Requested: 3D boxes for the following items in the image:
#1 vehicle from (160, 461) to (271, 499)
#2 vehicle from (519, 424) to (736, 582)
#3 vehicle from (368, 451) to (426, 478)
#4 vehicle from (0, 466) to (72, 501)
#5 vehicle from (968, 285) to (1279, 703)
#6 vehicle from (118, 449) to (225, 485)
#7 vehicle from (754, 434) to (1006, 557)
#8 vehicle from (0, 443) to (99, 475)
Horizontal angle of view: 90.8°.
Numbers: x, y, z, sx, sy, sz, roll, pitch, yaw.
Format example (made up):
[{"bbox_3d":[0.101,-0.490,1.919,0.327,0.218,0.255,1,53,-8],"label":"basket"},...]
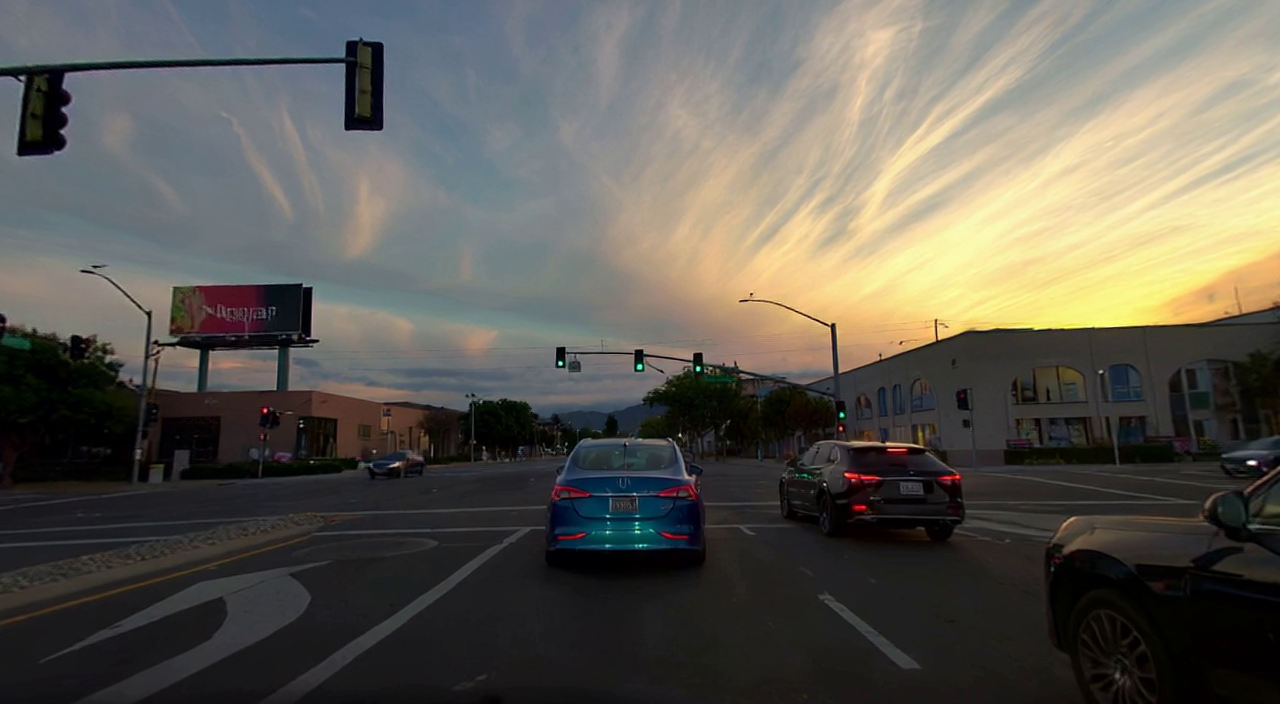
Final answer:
[{"bbox_3d":[-19.097,5.757,28.696,1.942,1.453,4.448,0,-9,0],"label":"vehicle"},{"bbox_3d":[-0.142,1.749,8.113,2.095,1.502,3.873,0,-8,-1],"label":"vehicle"},{"bbox_3d":[-14.714,6.830,38.565,1.817,1.442,4.371,0,-8,0],"label":"vehicle"},{"bbox_3d":[-28.022,6.071,29.437,1.972,1.433,4.324,8,-12,-39],"label":"vehicle"},{"bbox_3d":[3.016,0.633,1.573,2.047,1.785,4.357,0,-8,0],"label":"vehicle"},{"bbox_3d":[-27.509,6.747,37.346,2.300,1.932,5.056,-1,-8,2],"label":"vehicle"},{"bbox_3d":[3.216,2.009,9.661,2.009,1.414,4.416,0,-8,-2],"label":"vehicle"},{"bbox_3d":[-35.783,6.366,37.770,2.145,1.797,5.198,-1,-9,1],"label":"vehicle"}]
